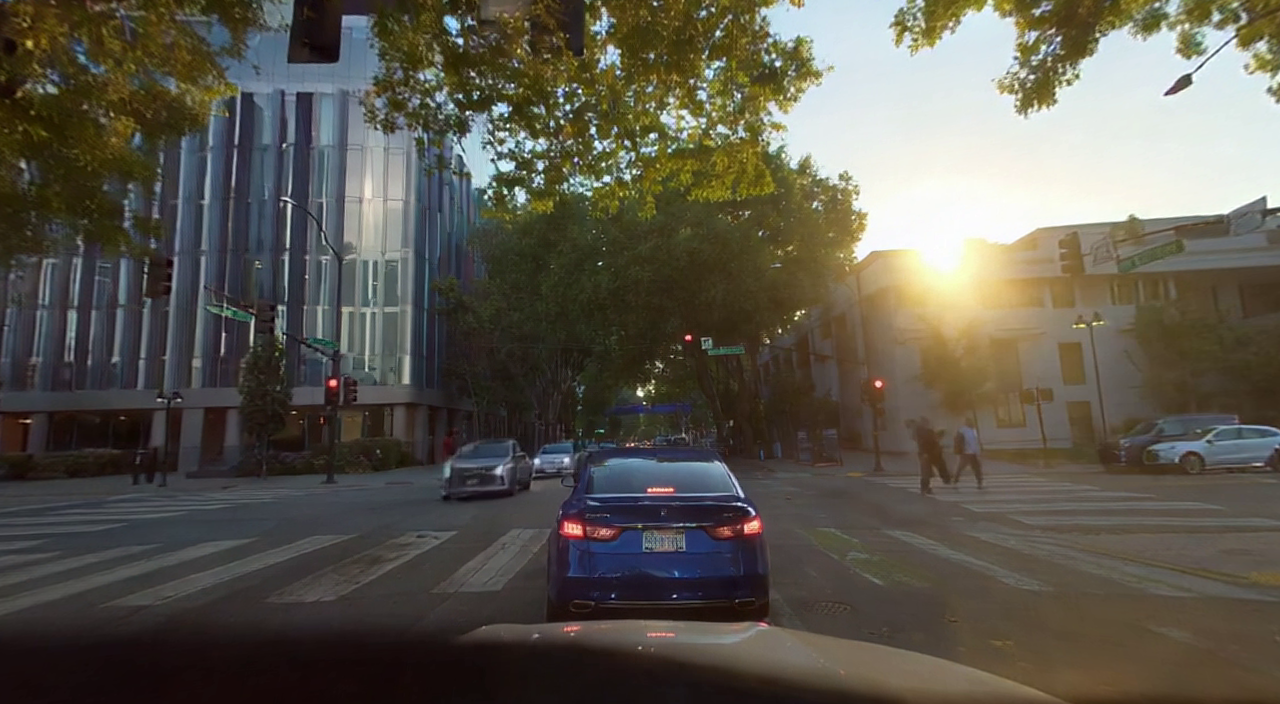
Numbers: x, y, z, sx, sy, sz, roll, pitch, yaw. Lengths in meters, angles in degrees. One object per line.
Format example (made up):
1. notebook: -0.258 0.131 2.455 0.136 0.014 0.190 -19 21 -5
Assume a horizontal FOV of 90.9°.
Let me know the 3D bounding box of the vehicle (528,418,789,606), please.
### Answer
1. vehicle: -0.144 1.646 7.486 1.893 1.532 4.145 2 -9 -16

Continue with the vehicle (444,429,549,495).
1. vehicle: -4.202 3.307 19.351 2.006 1.756 4.599 0 -8 2

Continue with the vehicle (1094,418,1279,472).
1. vehicle: 19.128 3.265 22.221 4.675 1.772 1.945 0 -8 -1
